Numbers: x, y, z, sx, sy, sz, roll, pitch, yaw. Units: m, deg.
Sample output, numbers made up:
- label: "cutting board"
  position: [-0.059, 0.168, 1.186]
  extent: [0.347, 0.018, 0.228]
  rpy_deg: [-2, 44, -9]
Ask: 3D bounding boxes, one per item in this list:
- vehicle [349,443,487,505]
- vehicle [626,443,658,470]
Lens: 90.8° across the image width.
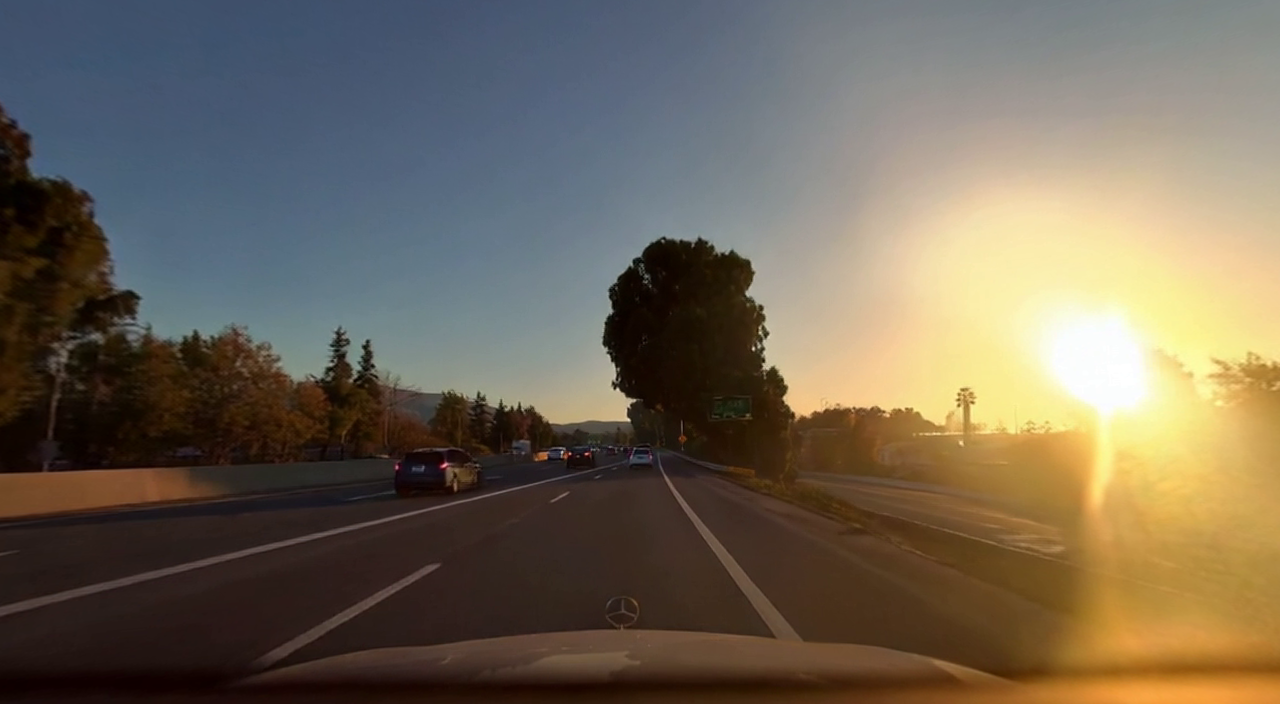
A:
- label: "vehicle"
  position: [-6.370, 3.540, 18.888]
  extent: [2.102, 1.562, 4.884]
  rpy_deg: [-1, -9, 4]
- label: "vehicle"
  position: [0.206, 7.407, 44.964]
  extent: [2.179, 1.742, 4.396]
  rpy_deg: [-1, -9, 2]
